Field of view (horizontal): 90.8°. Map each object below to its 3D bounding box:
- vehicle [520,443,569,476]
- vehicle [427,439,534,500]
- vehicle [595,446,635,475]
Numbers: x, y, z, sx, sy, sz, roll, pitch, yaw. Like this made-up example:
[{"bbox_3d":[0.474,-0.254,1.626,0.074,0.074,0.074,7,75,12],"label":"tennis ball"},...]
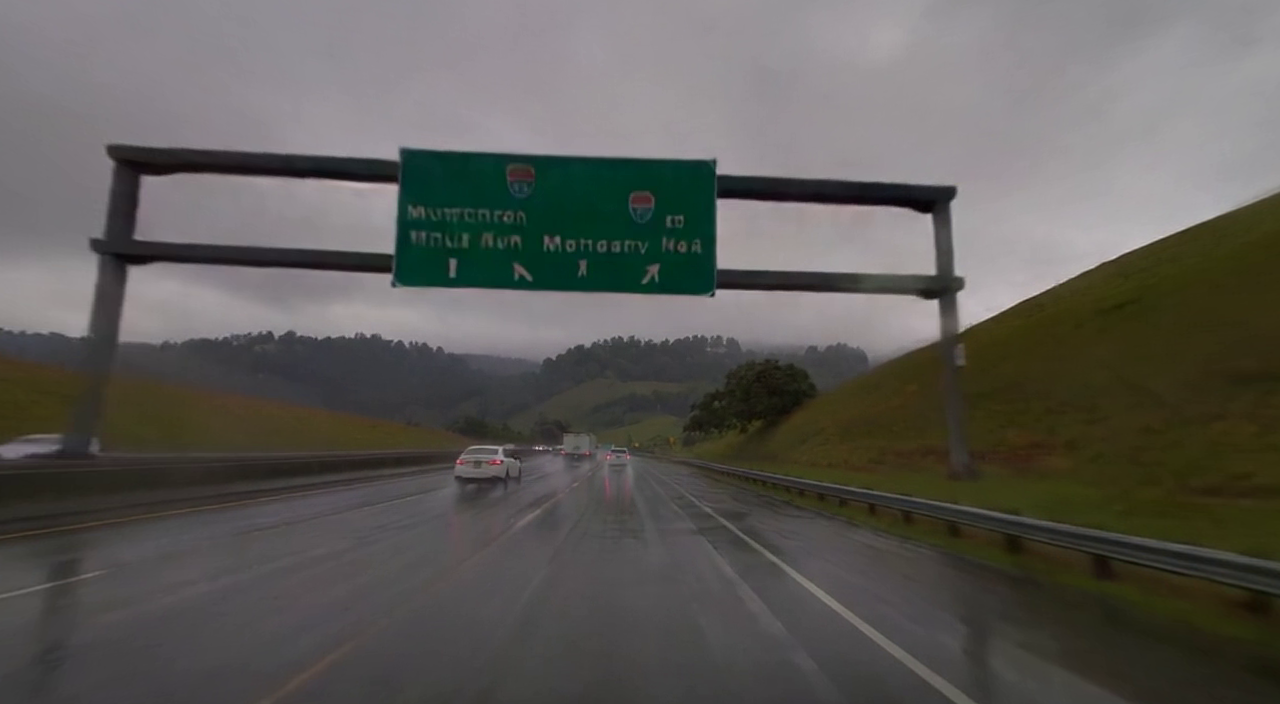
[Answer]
[{"bbox_3d":[-5.147,5.836,34.427,2.118,1.624,4.032,0,-9,-1],"label":"vehicle"},{"bbox_3d":[-4.634,3.478,19.059,2.208,1.619,4.162,0,-9,-1],"label":"vehicle"},{"bbox_3d":[-1.351,5.830,33.996,1.988,1.440,4.201,0,-9,-3],"label":"vehicle"}]
